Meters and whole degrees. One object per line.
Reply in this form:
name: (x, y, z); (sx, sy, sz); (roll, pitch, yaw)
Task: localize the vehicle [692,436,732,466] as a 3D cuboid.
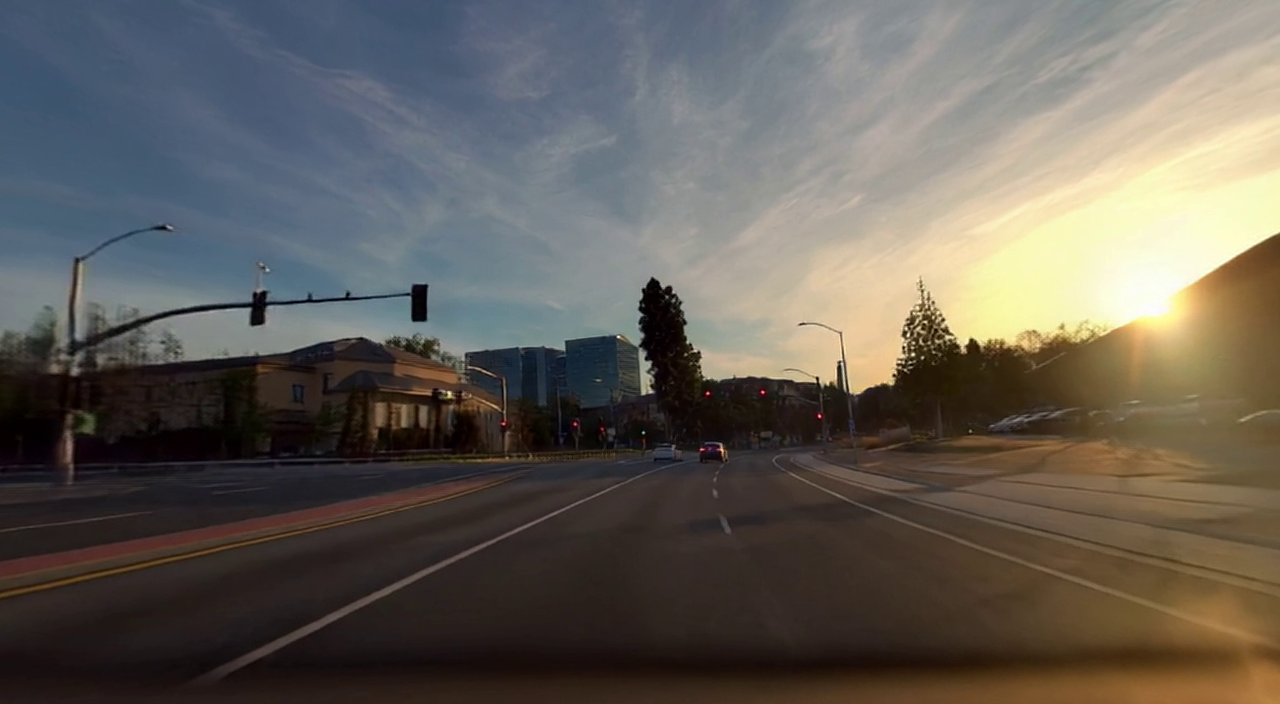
vehicle: (5.101, 6.903, 44.099); (2.356, 1.931, 4.840); (-2, -9, 10)

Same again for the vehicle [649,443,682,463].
vehicle: (2.013, 7.864, 49.133); (1.952, 1.472, 4.312); (-2, -9, 11)
